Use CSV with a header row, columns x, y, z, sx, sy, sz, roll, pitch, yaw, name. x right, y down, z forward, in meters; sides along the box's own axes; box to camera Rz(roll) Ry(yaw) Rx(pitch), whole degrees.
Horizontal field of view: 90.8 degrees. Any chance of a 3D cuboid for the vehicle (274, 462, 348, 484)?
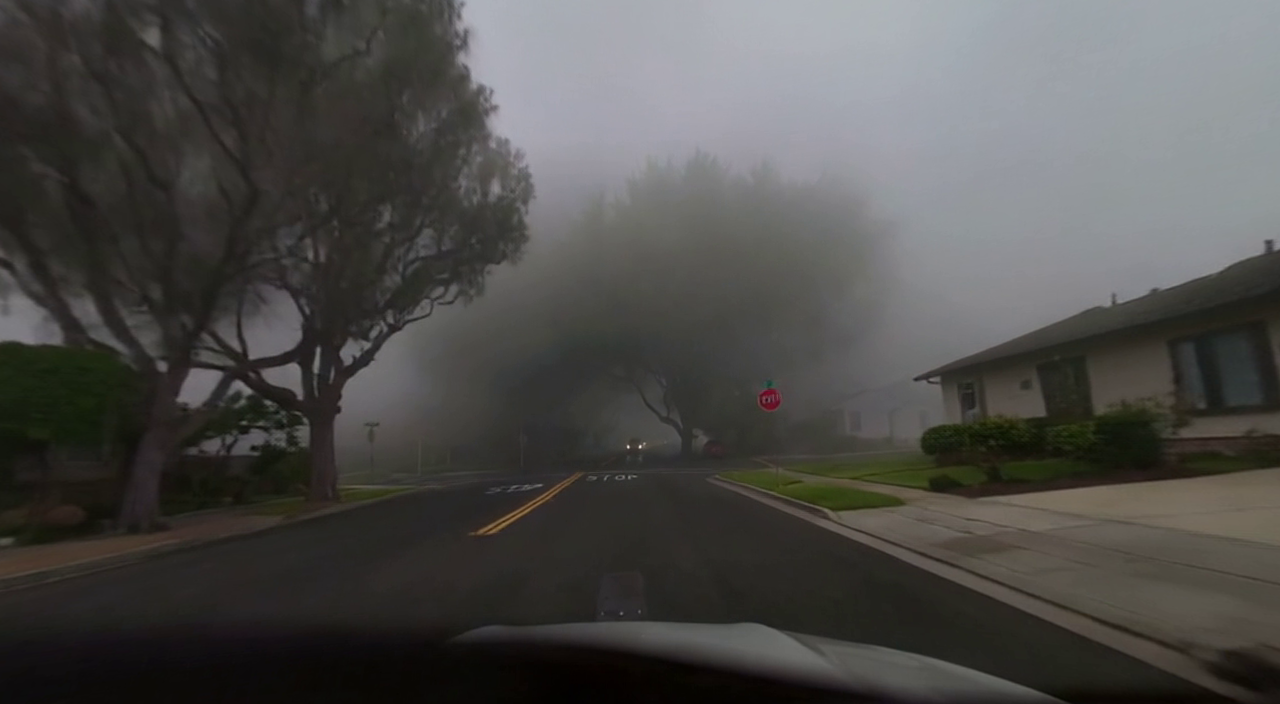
x,y,z,sx,sy,sz,roll,pitch,yaw,name
-24.344,8.960,46.870,4.380,1.462,1.864,0,-9,-1,vehicle
